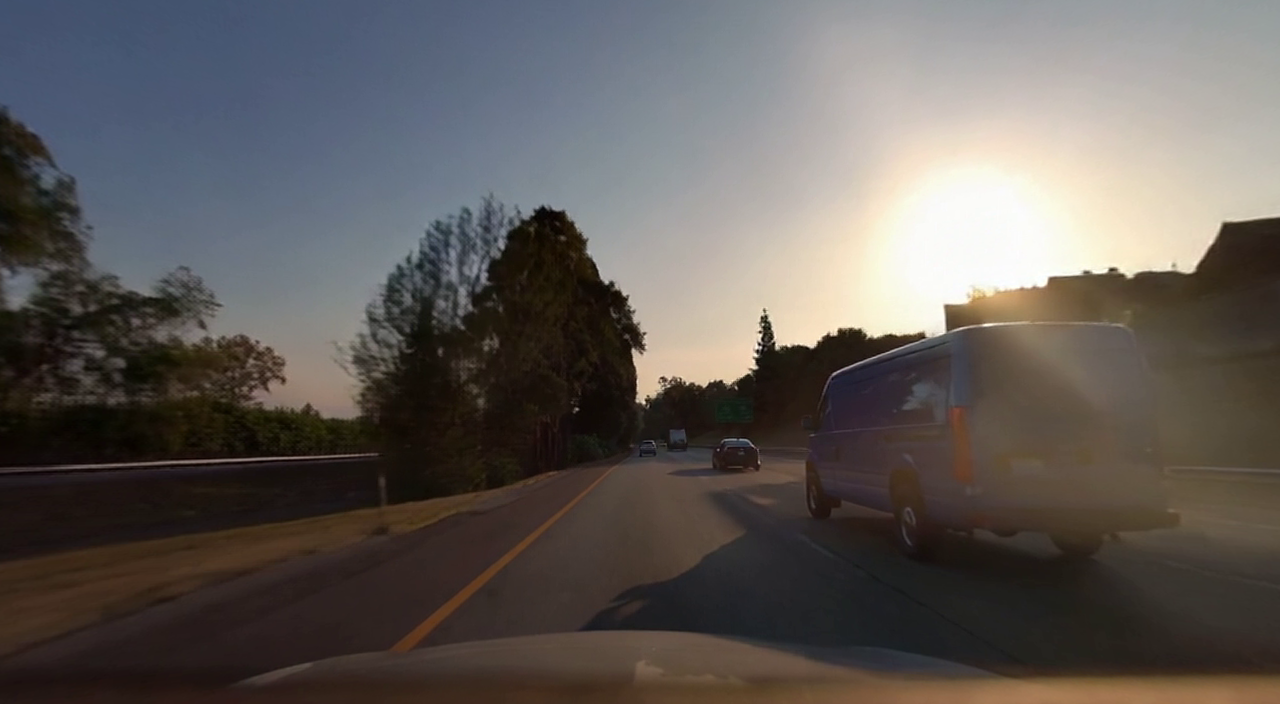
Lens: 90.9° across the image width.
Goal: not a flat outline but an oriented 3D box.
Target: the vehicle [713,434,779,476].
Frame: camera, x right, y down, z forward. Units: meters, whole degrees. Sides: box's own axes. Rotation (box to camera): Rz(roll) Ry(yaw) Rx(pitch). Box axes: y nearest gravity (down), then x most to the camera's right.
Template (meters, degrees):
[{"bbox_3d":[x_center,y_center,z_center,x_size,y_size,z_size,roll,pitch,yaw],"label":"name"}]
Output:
[{"bbox_3d":[4.470,4.405,27.218,2.034,1.651,4.342,0,-8,0],"label":"vehicle"}]

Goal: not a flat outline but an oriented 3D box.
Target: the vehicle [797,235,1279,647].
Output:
[{"bbox_3d":[3.653,0.948,7.057,2.302,2.670,5.912,0,-8,1],"label":"vehicle"}]

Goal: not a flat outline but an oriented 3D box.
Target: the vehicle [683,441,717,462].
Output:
[{"bbox_3d":[4.374,7.311,46.363,2.050,1.448,4.123,0,-8,-1],"label":"vehicle"}]
